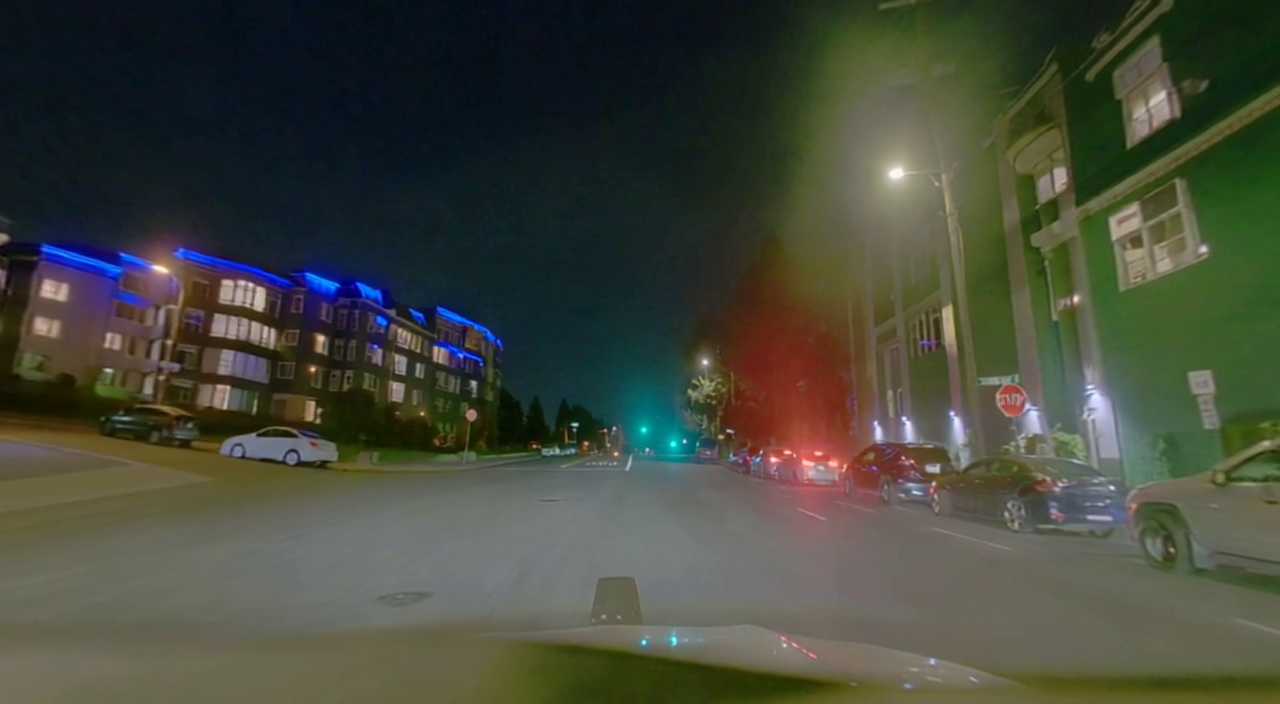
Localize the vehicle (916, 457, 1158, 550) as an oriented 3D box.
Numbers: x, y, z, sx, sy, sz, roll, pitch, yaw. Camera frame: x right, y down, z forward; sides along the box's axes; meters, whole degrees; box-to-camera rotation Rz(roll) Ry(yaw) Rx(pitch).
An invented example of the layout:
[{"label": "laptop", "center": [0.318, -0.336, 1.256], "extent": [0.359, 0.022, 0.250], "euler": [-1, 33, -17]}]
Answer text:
[{"label": "vehicle", "center": [7.193, 2.743, 12.093], "extent": [1.900, 1.368, 4.176], "euler": [0, -8, 0]}]

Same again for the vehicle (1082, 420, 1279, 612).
[{"label": "vehicle", "center": [7.116, 1.544, 5.949], "extent": [2.181, 1.792, 5.066], "euler": [0, -8, 0]}]

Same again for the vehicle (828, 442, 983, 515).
[{"label": "vehicle", "center": [7.069, 3.378, 17.536], "extent": [1.917, 1.704, 4.840], "euler": [0, -8, -4]}]

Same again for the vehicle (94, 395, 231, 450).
[{"label": "vehicle", "center": [-19.967, 2.954, 26.451], "extent": [4.598, 1.645, 2.019], "euler": [5, -7, 17]}]

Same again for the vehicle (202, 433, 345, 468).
[{"label": "vehicle", "center": [-14.842, 4.022, 25.843], "extent": [4.603, 1.335, 1.889], "euler": [1, -9, -11]}]

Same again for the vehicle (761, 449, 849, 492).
[{"label": "vehicle", "center": [6.654, 4.806, 26.116], "extent": [2.122, 1.554, 4.777], "euler": [0, -8, -3]}]
